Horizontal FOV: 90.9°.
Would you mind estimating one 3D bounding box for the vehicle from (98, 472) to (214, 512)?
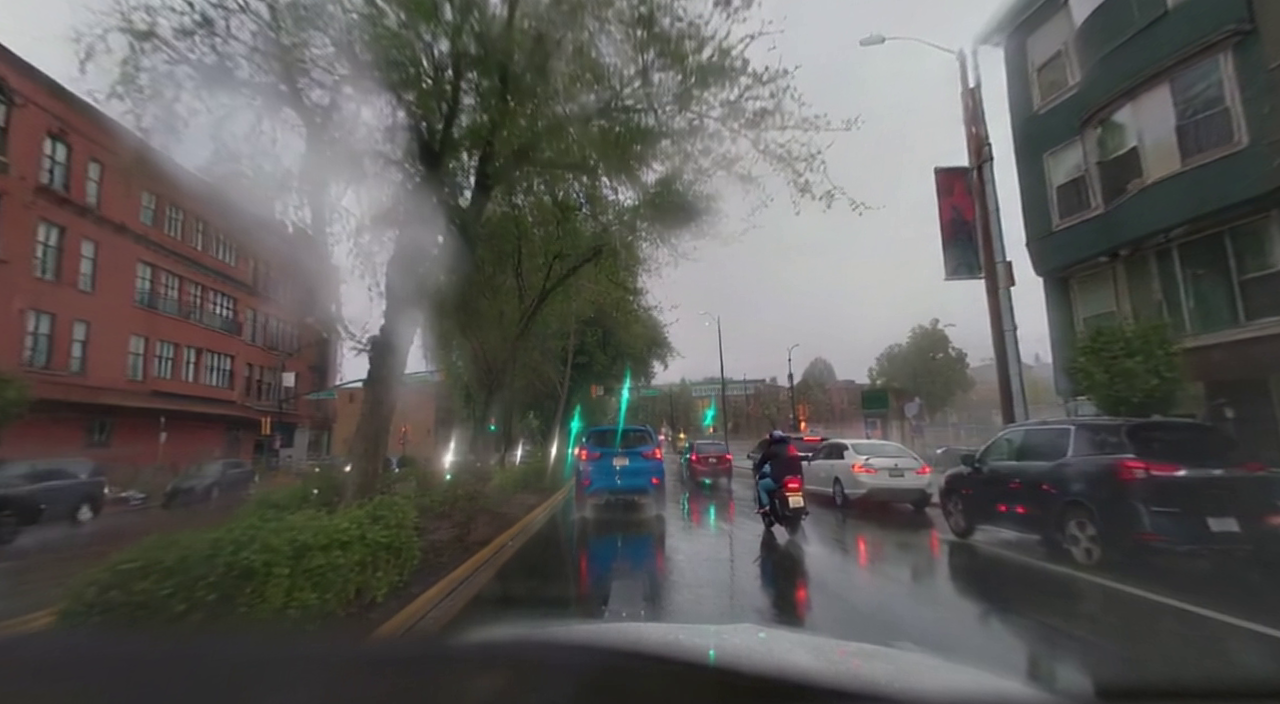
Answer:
[{"bbox_3d":[-21.929,6.322,28.812,1.983,1.474,4.364,0,-9,-3],"label":"vehicle"}]

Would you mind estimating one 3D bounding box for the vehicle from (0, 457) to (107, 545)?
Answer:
[{"bbox_3d":[-13.798,3.039,12.810,1.880,1.702,4.719,0,-9,-2],"label":"vehicle"}]

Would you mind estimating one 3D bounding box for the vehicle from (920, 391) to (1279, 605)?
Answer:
[{"bbox_3d":[5.336,1.488,7.269,2.094,1.719,4.150,0,-9,-3],"label":"vehicle"}]

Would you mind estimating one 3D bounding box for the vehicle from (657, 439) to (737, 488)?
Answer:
[{"bbox_3d":[1.835,3.783,21.726,2.101,1.507,4.355,0,-9,-3],"label":"vehicle"}]

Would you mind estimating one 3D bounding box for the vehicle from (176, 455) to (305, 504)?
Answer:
[{"bbox_3d":[-18.336,5.850,29.470,2.400,1.913,6.066,0,-9,-4],"label":"vehicle"}]

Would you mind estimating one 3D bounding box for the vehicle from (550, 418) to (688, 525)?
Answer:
[{"bbox_3d":[-0.416,2.290,12.579,2.265,1.748,4.130,0,-9,-2],"label":"vehicle"}]

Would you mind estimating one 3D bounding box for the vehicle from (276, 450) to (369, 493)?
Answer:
[{"bbox_3d":[-15.086,5.678,30.367,2.267,1.831,4.702,0,-9,-4],"label":"vehicle"}]

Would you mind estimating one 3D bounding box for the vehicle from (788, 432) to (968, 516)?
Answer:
[{"bbox_3d":[4.958,2.608,14.001,2.012,1.532,4.565,0,-9,-3],"label":"vehicle"}]
